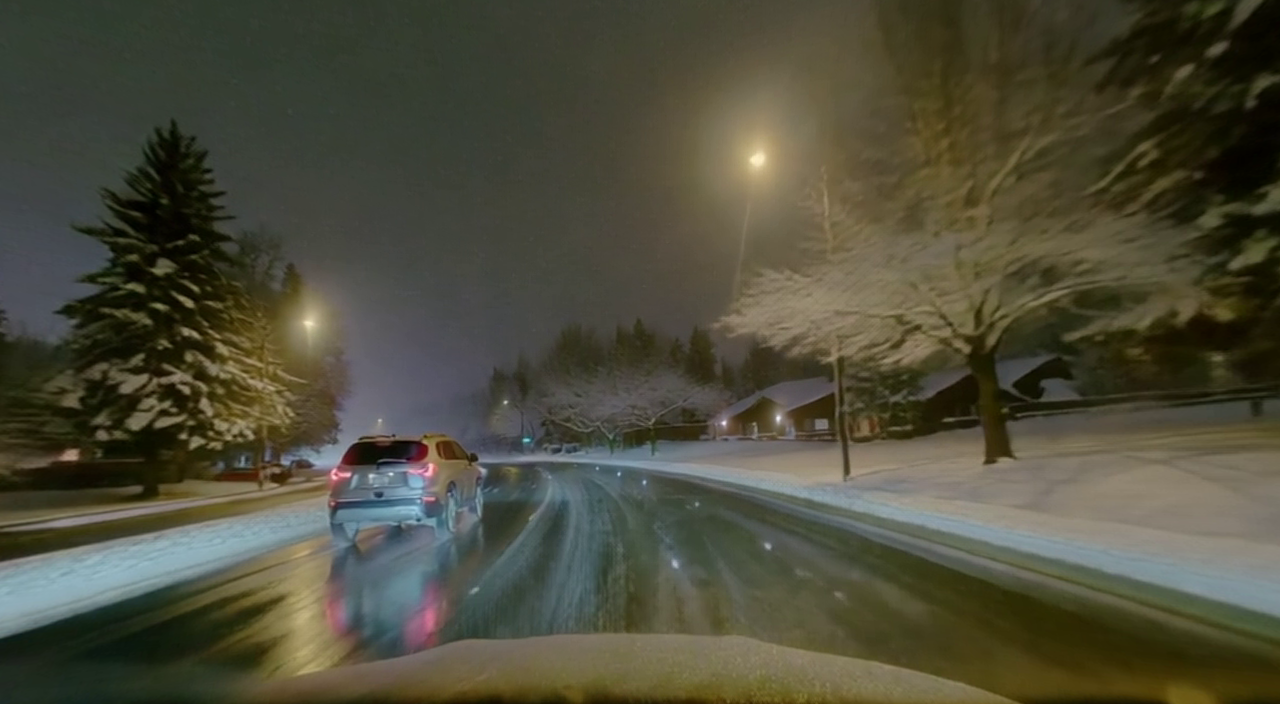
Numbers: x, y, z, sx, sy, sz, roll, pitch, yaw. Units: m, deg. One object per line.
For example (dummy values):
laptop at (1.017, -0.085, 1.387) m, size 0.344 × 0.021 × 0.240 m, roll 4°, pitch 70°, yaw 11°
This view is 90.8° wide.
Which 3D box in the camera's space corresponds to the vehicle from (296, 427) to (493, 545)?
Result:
vehicle at (-4.327, 2.418, 12.094) m, size 2.175 × 1.772 × 4.442 m, roll 0°, pitch -9°, yaw -3°

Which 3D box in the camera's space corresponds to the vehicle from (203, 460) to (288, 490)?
vehicle at (-28.829, 8.976, 46.275) m, size 4.809 × 1.471 × 2.012 m, roll -5°, pitch -7°, yaw -14°
